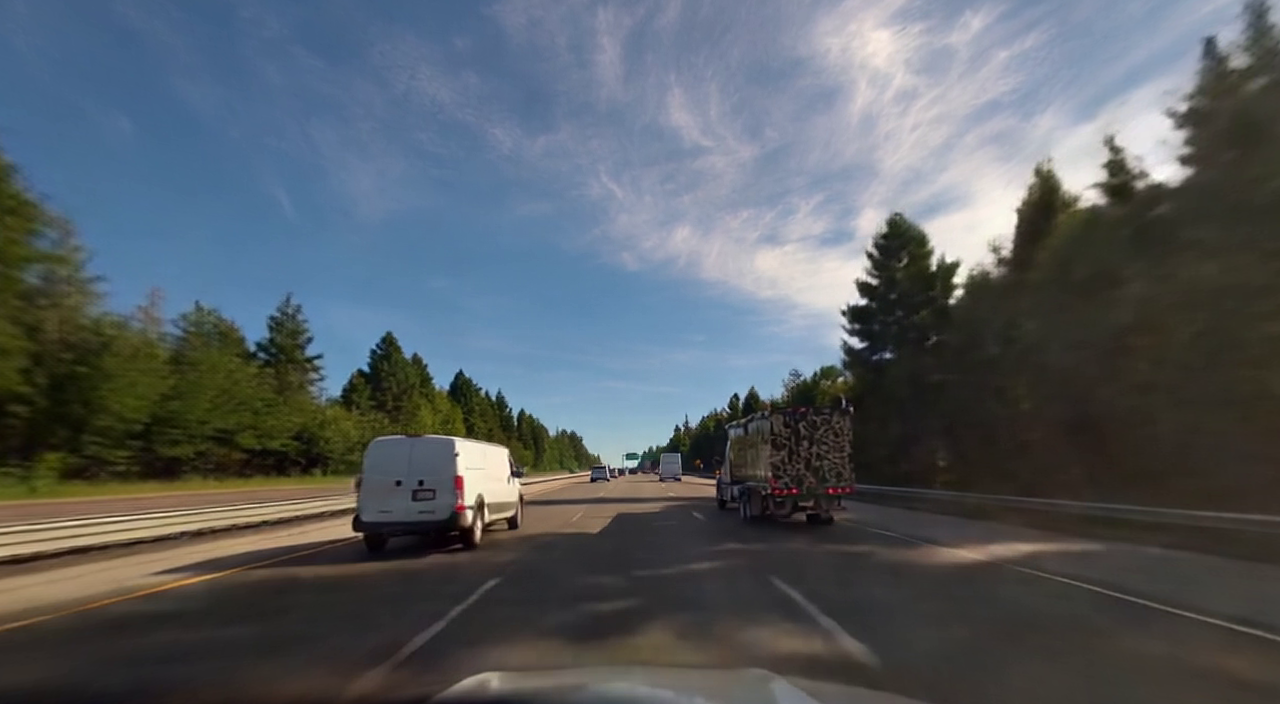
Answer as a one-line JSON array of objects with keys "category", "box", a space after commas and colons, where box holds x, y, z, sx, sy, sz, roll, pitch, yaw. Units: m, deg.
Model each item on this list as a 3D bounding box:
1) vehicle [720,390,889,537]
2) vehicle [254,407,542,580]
[{"category": "vehicle", "box": [3.719, 2.769, 15.661, 2.703, 2.988, 5.097, 1, -10, -1]}, {"category": "vehicle", "box": [-3.153, 2.074, 9.795, 2.378, 1.930, 5.086, 1, -10, 1]}]
